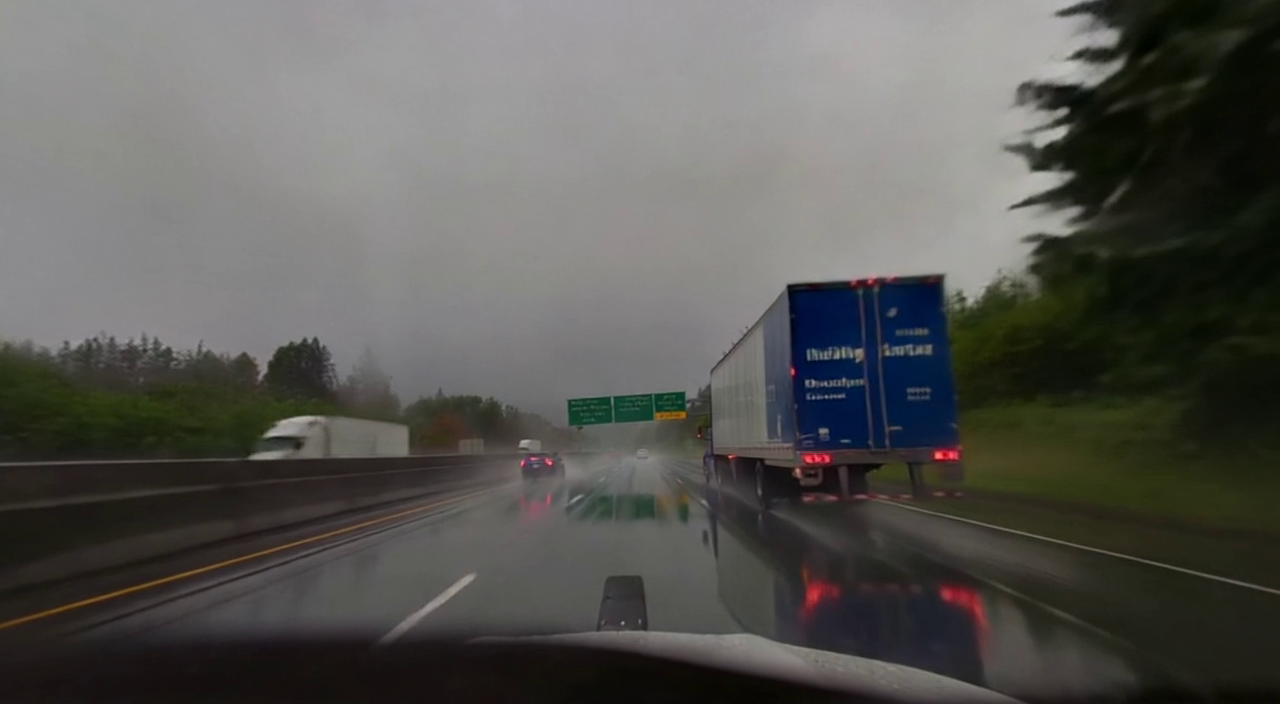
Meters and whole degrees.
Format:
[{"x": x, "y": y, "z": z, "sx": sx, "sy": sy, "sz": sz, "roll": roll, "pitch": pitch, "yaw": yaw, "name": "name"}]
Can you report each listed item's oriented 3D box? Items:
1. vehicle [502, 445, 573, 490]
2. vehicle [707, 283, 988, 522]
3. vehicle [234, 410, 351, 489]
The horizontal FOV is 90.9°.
[{"x": -3.695, "y": 4.244, "z": 23.464, "sx": 1.918, "sy": 1.510, "sz": 4.006, "roll": 0, "pitch": -9, "yaw": 1, "name": "vehicle"}, {"x": 4.161, "y": 1.870, "z": 17.508, "sx": 3.025, "sy": 4.005, "sz": 14.010, "roll": 0, "pitch": -9, "yaw": 0, "name": "vehicle"}, {"x": -18.962, "y": 5.368, "z": 34.880, "sx": 2.948, "sy": 3.981, "sz": 5.834, "roll": 0, "pitch": -9, "yaw": 0, "name": "vehicle"}]
